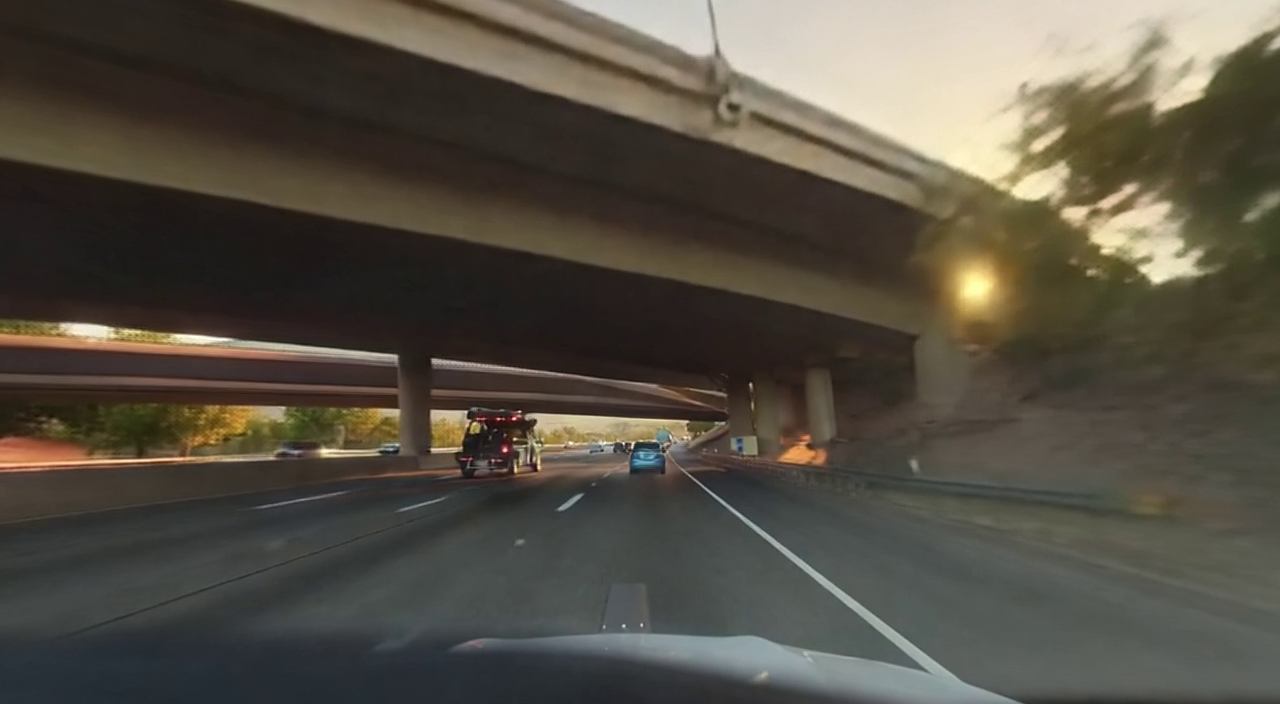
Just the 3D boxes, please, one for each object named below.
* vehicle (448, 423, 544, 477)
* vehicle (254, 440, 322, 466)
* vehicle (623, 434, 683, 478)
[{"bbox_3d":[-6.540,4.599,29.873,2.827,2.236,7.057,0,-8,1],"label":"vehicle"},{"bbox_3d":[-24.245,6.965,43.647,2.098,1.623,4.448,-1,-8,1],"label":"vehicle"},{"bbox_3d":[0.517,4.406,27.045,2.336,1.722,4.212,0,-8,0],"label":"vehicle"}]
